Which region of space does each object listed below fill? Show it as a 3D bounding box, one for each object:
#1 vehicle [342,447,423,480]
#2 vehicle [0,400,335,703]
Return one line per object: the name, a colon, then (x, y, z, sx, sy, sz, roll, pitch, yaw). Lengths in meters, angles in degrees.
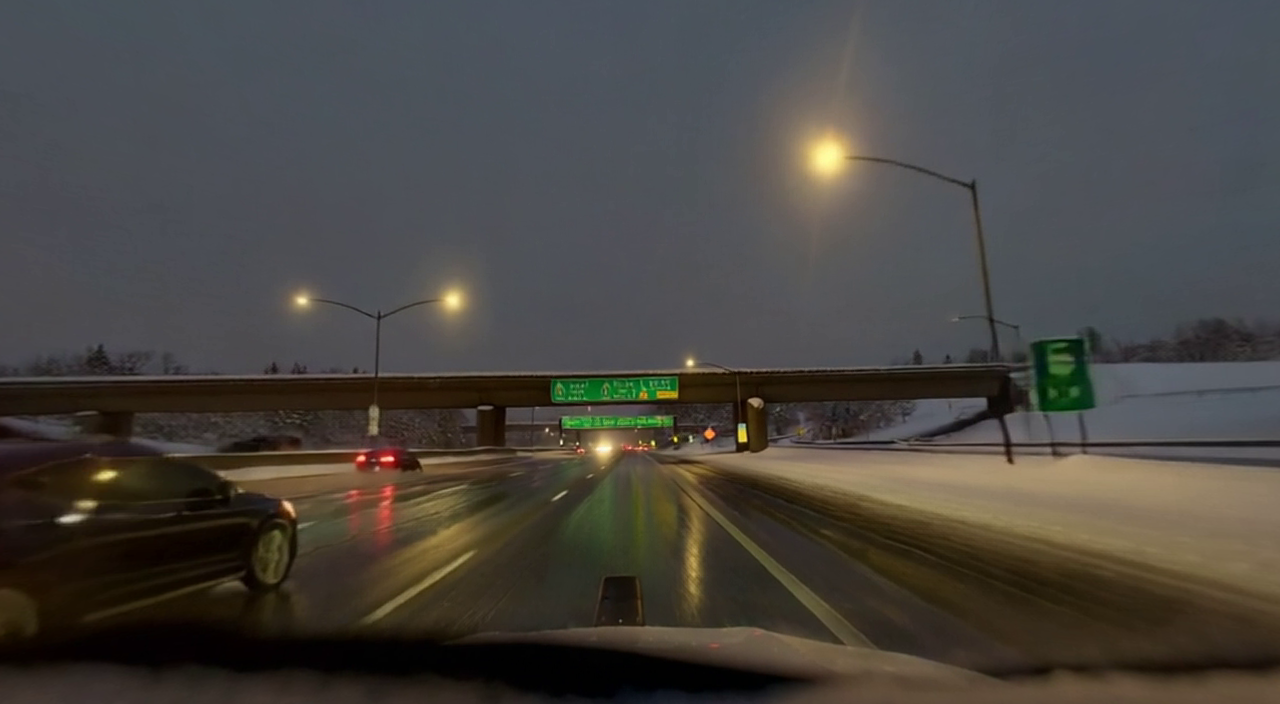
vehicle: (-11.422, 4.950, 28.360, 1.861, 1.373, 4.211, 0, -8, 0)
vehicle: (-4.063, 1.144, 3.978, 2.051, 1.516, 4.493, 0, -8, 0)
